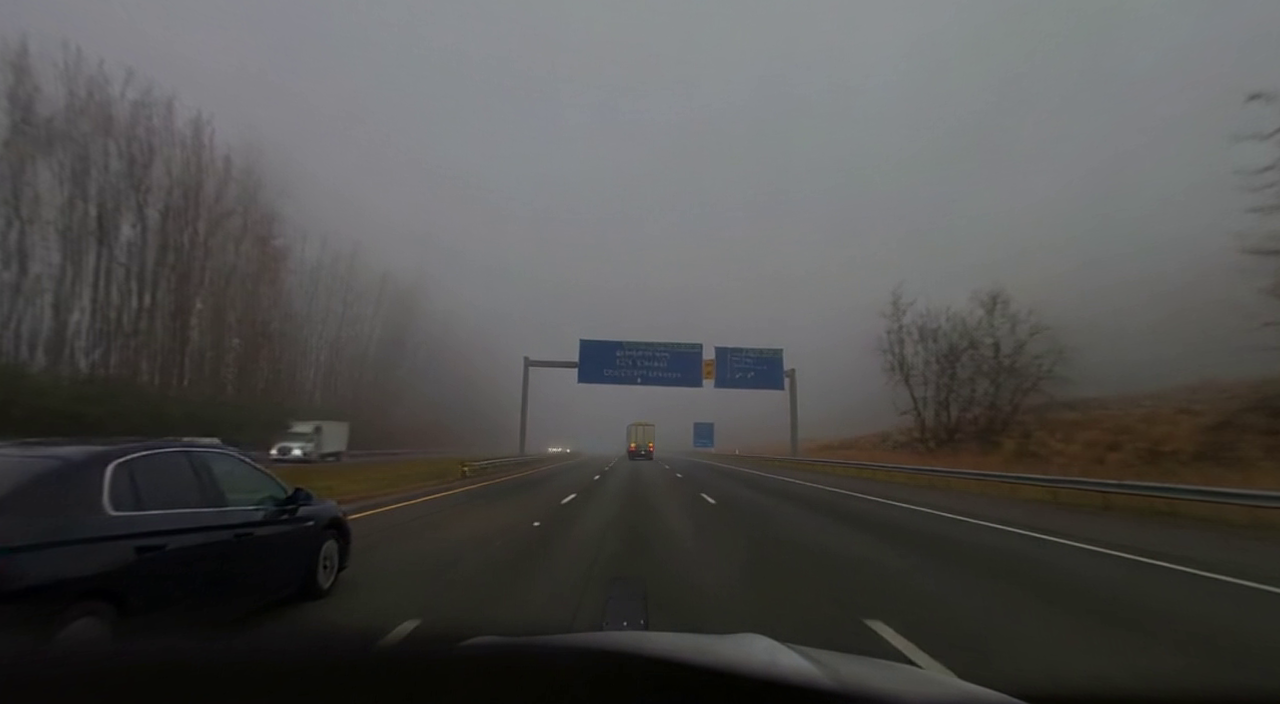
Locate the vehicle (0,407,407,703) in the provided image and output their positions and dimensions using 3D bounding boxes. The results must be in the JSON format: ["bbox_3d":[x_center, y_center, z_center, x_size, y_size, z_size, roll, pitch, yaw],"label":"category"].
[{"bbox_3d":[-3.383,1.218,4.036,2.012,1.500,4.452,0,-9,1],"label":"vehicle"}]

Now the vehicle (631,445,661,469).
[{"bbox_3d":[0.367,6.795,40.894,1.859,1.478,3.799,0,-9,0],"label":"vehicle"}]
